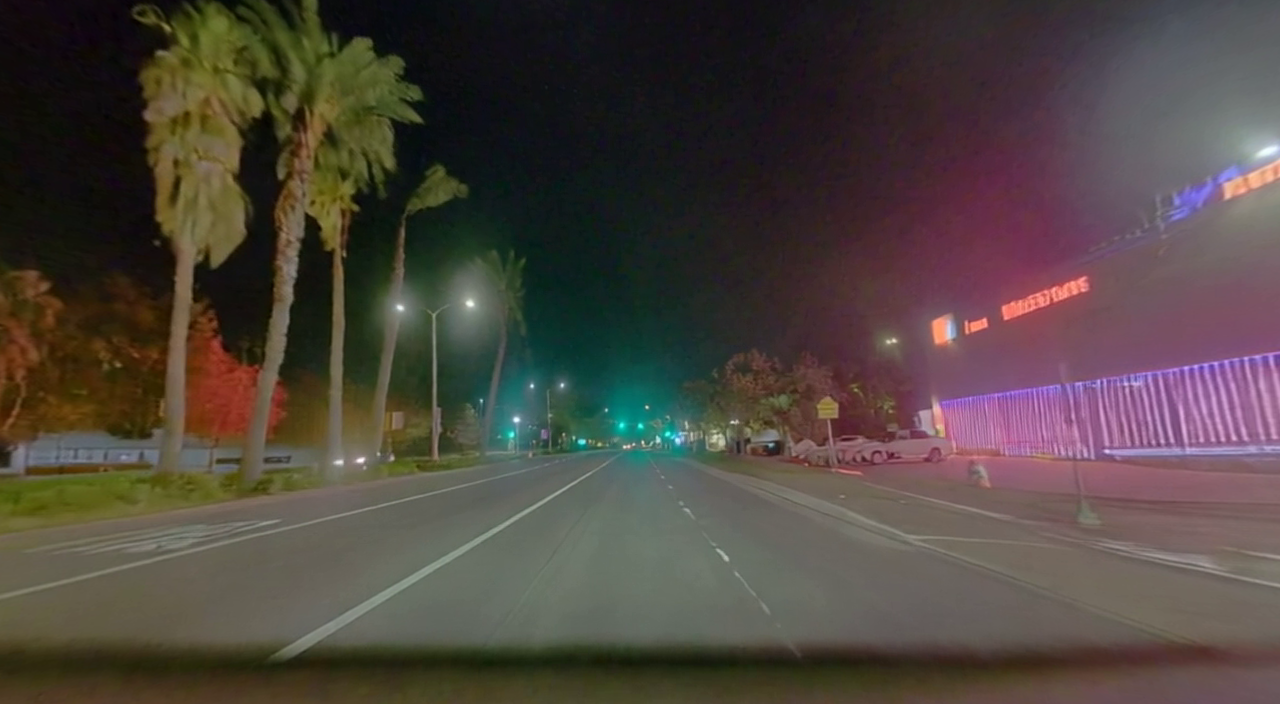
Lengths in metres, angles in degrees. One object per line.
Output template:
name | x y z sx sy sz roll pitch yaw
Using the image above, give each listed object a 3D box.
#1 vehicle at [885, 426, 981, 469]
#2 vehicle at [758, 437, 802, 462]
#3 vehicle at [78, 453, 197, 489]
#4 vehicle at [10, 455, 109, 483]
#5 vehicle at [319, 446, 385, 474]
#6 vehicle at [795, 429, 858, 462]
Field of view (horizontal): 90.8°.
vehicle | 12.600 4.174 27.544 1.909 1.686 4.670 0 -9 0
vehicle | 9.106 6.395 41.369 2.007 1.525 4.492 0 -9 2
vehicle | -23.158 5.467 29.361 1.880 1.480 4.451 0 -9 -1
vehicle | -37.031 7.454 40.364 4.327 1.474 1.858 -2 -7 -6
vehicle | -16.464 6.187 36.314 1.870 1.504 3.993 0 -9 0
vehicle | 11.851 6.030 40.632 2.332 1.937 5.400 0 -9 -1
